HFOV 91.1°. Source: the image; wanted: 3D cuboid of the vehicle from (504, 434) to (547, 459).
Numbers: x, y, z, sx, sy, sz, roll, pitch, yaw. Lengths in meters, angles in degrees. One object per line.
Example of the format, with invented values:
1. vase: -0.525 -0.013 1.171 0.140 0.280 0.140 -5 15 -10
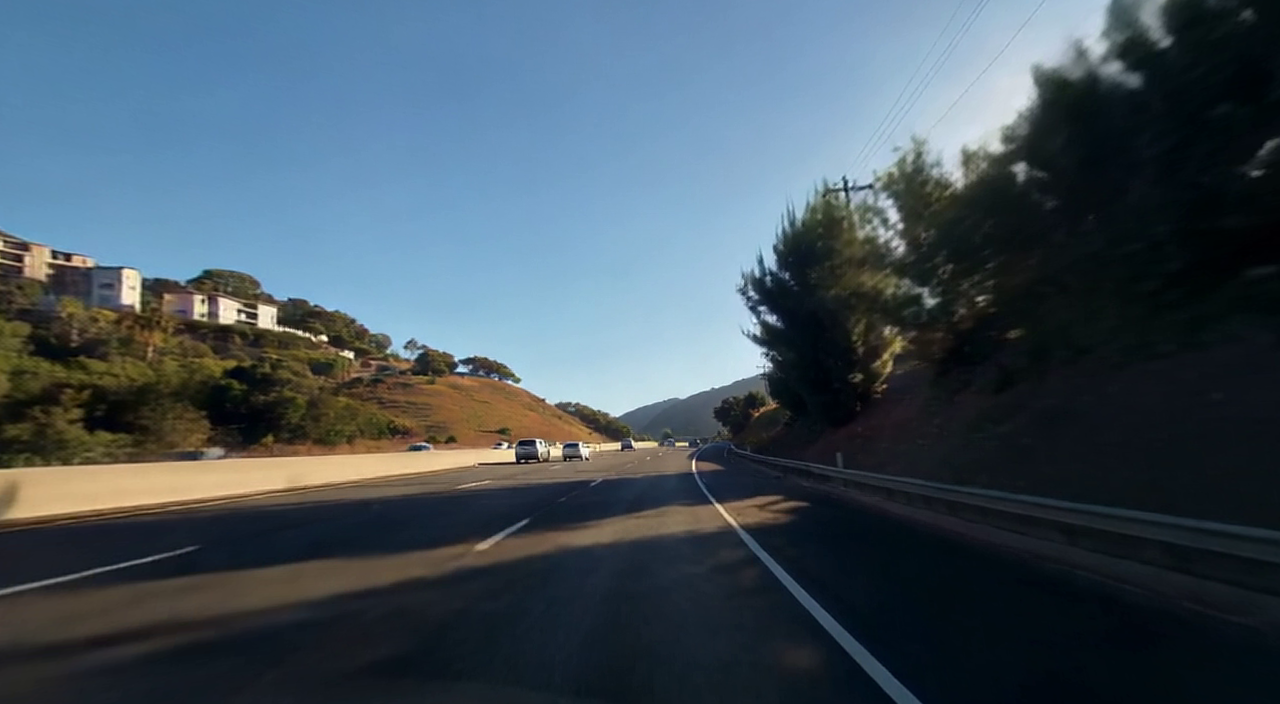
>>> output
1. vehicle: -8.532 7.105 47.195 2.063 1.743 4.392 -1 -9 6

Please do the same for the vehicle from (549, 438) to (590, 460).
1. vehicle: -4.913 6.901 44.635 2.010 1.489 4.456 -1 -9 5

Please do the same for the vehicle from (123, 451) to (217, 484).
1. vehicle: -21.599 5.298 29.007 1.512 1.353 3.443 -1 -8 4
